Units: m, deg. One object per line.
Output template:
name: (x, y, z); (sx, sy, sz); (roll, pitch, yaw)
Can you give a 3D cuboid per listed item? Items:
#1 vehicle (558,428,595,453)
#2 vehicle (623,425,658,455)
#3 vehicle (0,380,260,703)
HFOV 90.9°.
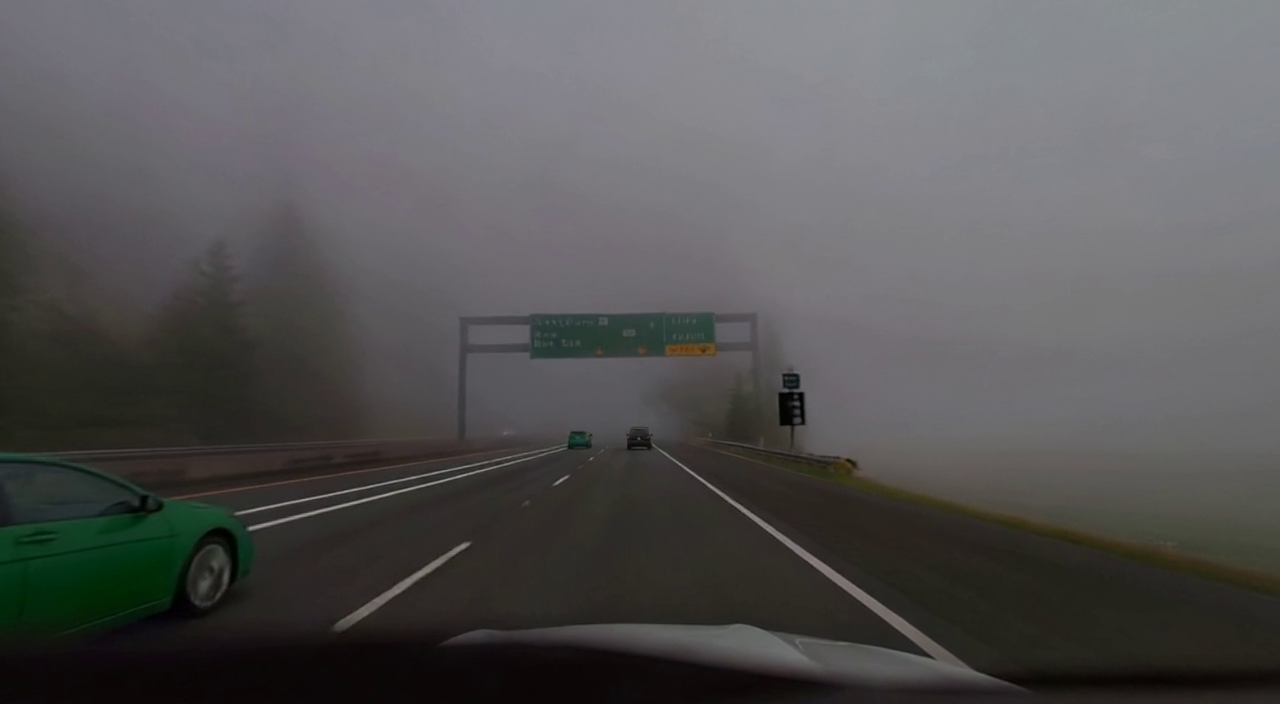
vehicle: (-4.316, 6.078, 43.438); (2.055, 1.610, 4.116); (0, -8, 0)
vehicle: (-0.018, 5.744, 41.163); (2.170, 1.790, 4.490); (0, -8, -1)
vehicle: (-3.833, 0.854, 2.672); (1.958, 1.486, 3.988); (0, -8, -1)
